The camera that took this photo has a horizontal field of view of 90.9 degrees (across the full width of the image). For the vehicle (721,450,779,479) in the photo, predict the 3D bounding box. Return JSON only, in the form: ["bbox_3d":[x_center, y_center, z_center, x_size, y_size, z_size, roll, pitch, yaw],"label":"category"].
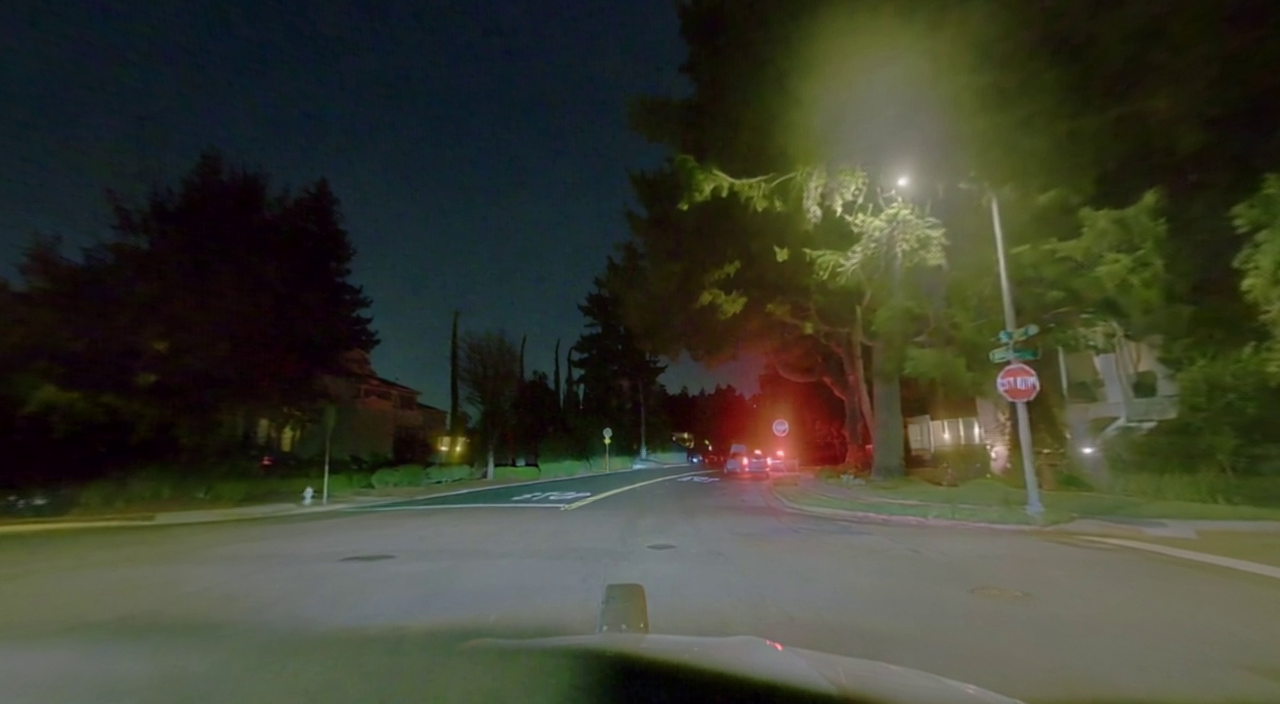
[{"bbox_3d":[6.978,6.988,39.526,2.692,1.649,4.689,-3,-9,20],"label":"vehicle"}]
